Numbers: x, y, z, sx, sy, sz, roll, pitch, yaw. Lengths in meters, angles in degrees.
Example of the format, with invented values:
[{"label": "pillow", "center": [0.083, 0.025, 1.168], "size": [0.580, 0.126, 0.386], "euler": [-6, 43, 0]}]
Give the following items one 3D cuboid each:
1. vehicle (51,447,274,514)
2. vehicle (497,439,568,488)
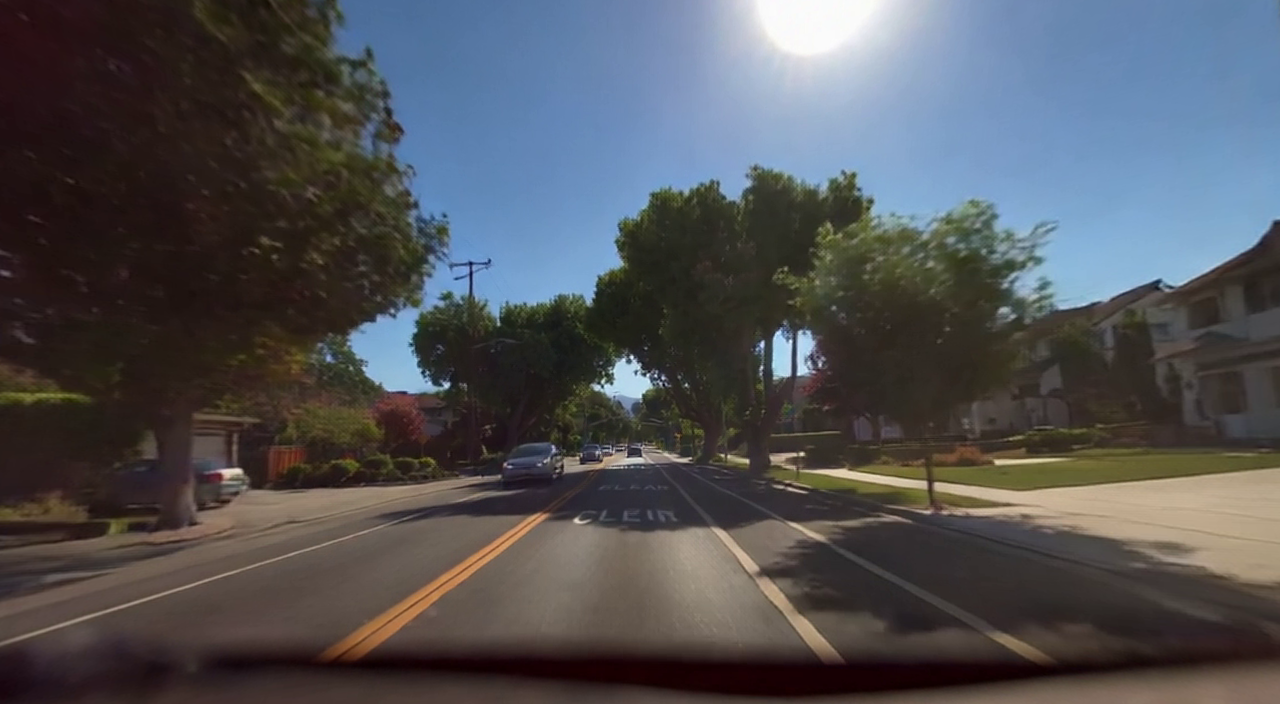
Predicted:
[{"label": "vehicle", "center": [-13.744, 3.697, 18.472], "size": [4.607, 1.772, 2.261], "euler": [0, -8, -1]}, {"label": "vehicle", "center": [-4.155, 4.360, 25.166], "size": [2.055, 1.757, 4.494], "euler": [0, -8, 0]}]
